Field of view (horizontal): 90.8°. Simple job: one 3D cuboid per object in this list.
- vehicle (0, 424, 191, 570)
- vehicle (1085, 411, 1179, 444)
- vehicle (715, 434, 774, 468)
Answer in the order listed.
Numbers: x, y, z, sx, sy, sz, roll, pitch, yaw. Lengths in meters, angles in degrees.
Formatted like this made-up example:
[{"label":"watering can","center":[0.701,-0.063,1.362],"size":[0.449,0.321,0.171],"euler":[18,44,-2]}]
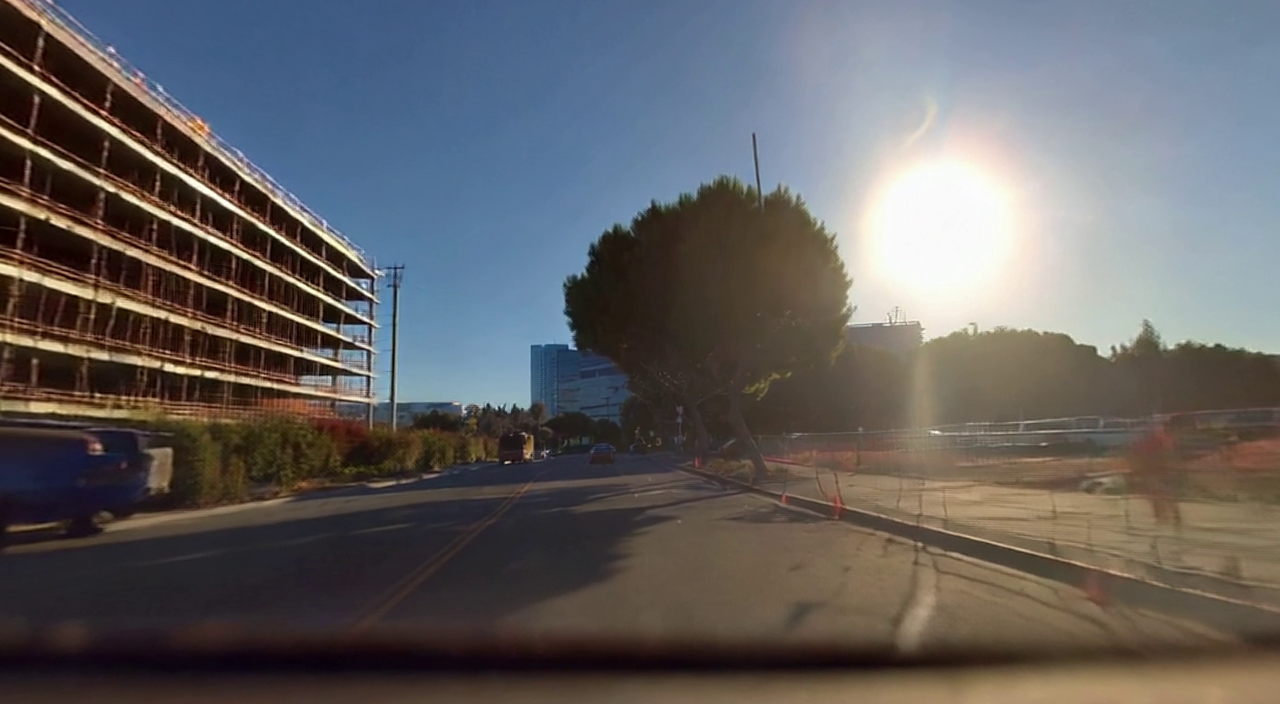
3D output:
[{"label":"vehicle","center":[-9.184,2.249,10.463],"size":[1.515,2.074,2.668],"euler":[0,-7,-3]},{"label":"vehicle","center":[29.836,4.659,38.499],"size":[1.923,1.823,4.343],"euler":[-1,-9,-6]},{"label":"vehicle","center":[6.313,6.120,39.136],"size":[2.267,1.911,5.816],"euler":[1,-9,-4]}]
